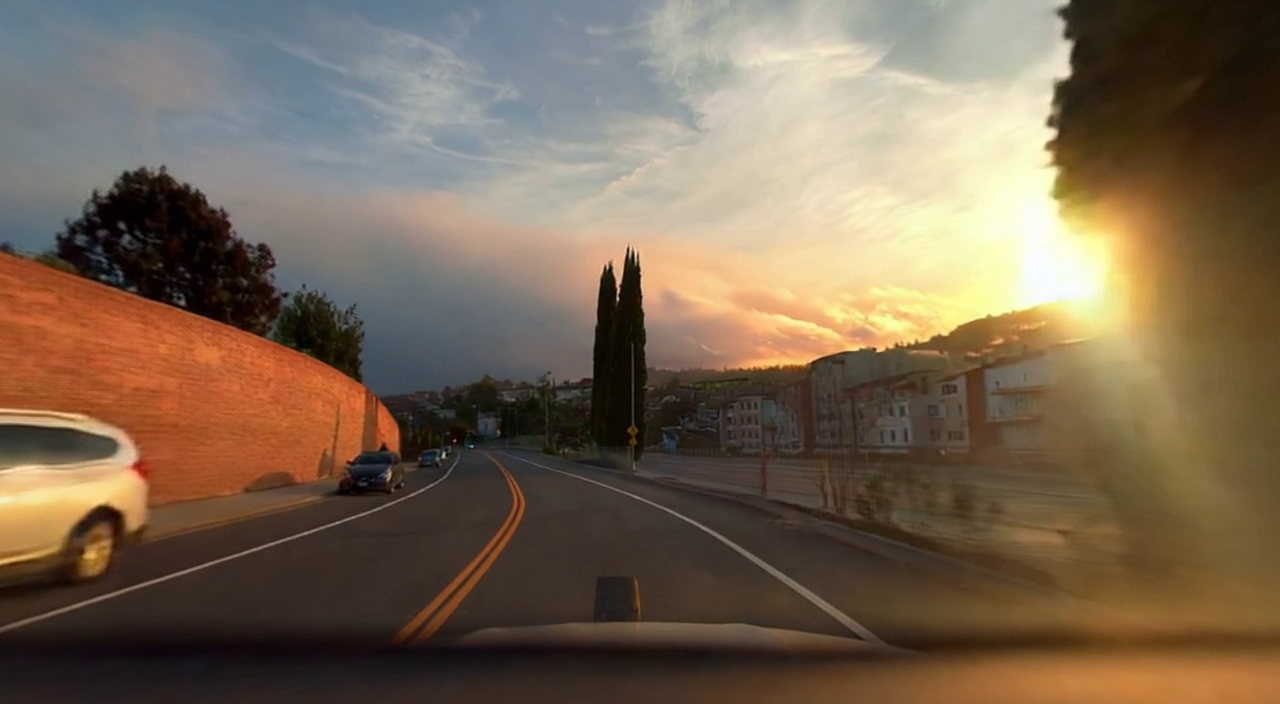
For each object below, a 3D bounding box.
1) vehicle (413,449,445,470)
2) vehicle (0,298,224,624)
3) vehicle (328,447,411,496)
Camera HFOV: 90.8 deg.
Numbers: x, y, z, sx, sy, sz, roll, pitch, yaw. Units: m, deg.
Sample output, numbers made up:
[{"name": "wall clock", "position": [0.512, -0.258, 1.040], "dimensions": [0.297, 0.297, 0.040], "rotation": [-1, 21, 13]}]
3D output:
[{"name": "vehicle", "position": [-16.207, 8.262, 48.720], "dimensions": [1.899, 1.485, 4.593], "rotation": [4, -9, -14]}, {"name": "vehicle", "position": [-6.587, 1.057, 6.003], "dimensions": [2.376, 2.668, 4.883], "rotation": [-2, -8, -7]}, {"name": "vehicle", "position": [-9.362, 4.133, 22.231], "dimensions": [1.877, 1.507, 4.363], "rotation": [3, -9, -13]}]
